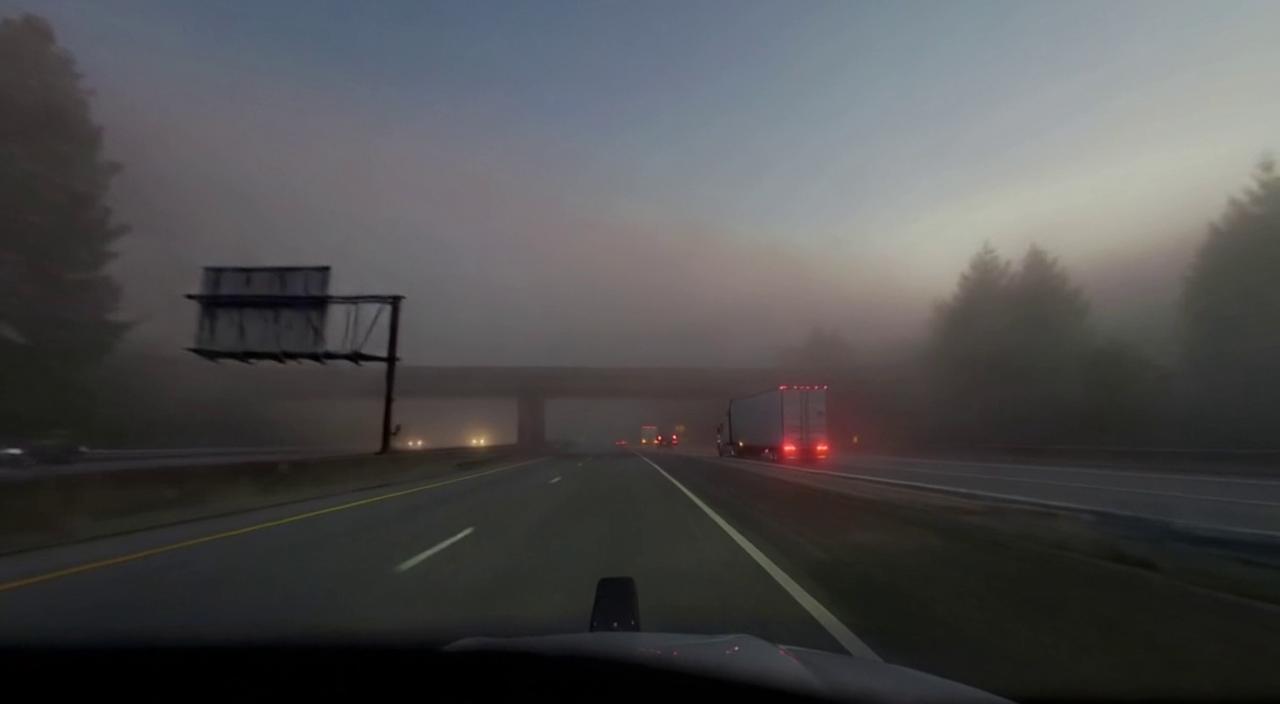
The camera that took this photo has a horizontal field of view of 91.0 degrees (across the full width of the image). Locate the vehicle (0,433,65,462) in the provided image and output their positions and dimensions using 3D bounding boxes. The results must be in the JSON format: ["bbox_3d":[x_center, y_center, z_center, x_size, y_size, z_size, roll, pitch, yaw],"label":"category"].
[{"bbox_3d":[-34.563,5.236,34.483,1.774,1.499,4.516,-1,-8,2],"label":"vehicle"}]

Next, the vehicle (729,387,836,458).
[{"bbox_3d":[9.155,5.010,42.873,2.855,4.053,13.328,0,-8,-6],"label":"vehicle"}]
